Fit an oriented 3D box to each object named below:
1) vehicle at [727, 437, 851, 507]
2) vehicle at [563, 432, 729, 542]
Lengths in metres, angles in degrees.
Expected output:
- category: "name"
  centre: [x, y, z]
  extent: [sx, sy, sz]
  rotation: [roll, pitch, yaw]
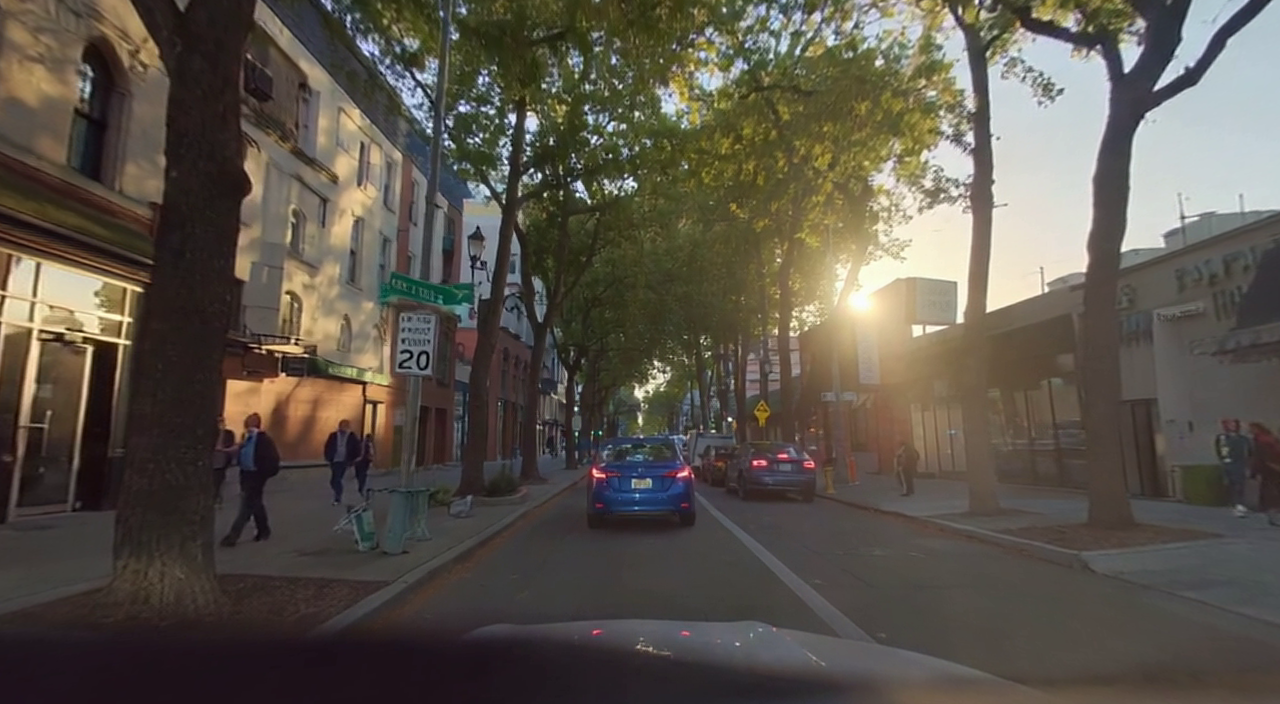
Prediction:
- category: "vehicle"
  centre: [3.629, 3.009, 16.311]
  extent: [2.025, 1.523, 4.426]
  rotation: [0, -9, -1]
- category: "vehicle"
  centre: [0.033, 2.156, 10.758]
  extent: [2.261, 1.474, 4.130]
  rotation: [0, -8, -1]
